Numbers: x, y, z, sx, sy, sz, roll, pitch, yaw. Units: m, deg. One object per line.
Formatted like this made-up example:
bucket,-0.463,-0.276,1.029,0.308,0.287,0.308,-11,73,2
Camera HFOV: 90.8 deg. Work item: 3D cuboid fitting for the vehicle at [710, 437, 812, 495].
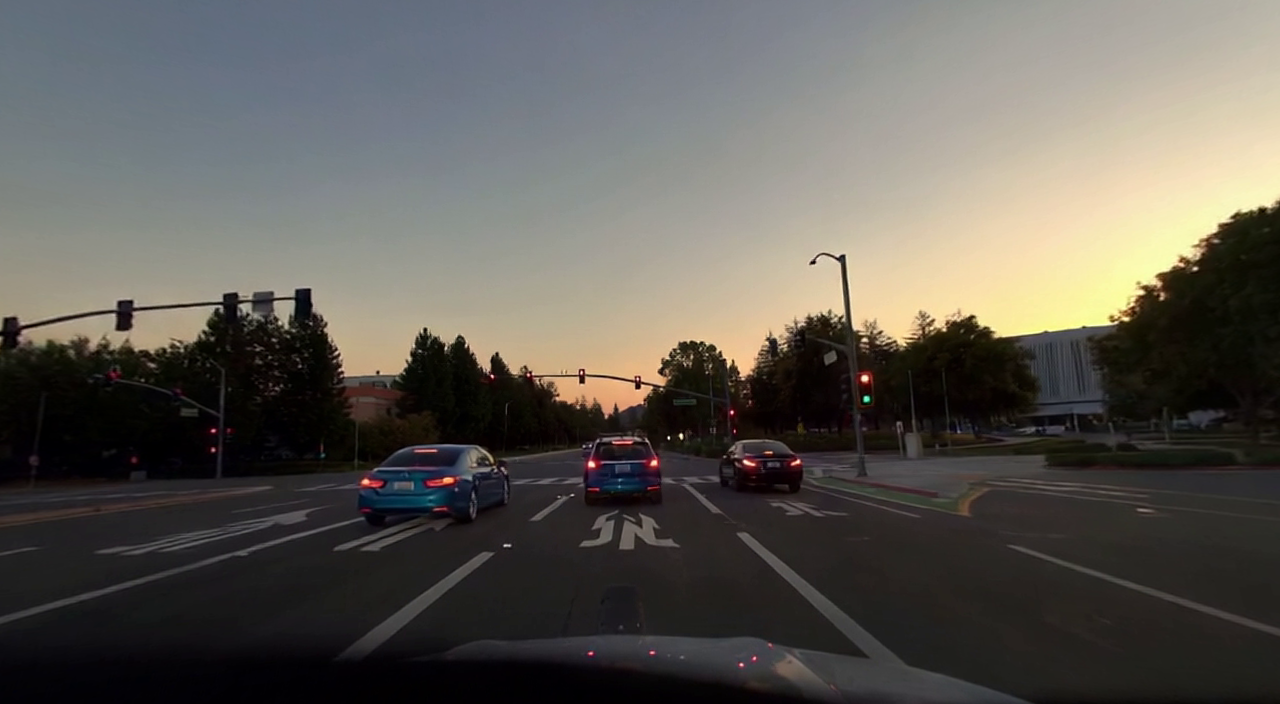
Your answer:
vehicle,3.288,3.191,18.119,1.970,1.449,4.433,0,-8,-1

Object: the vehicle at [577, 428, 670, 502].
vehicle,-0.353,2.776,15.847,2.038,1.599,3.844,0,-8,0

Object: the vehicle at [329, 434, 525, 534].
vehicle,-3.586,2.303,11.695,2.052,1.472,4.479,0,-8,0
